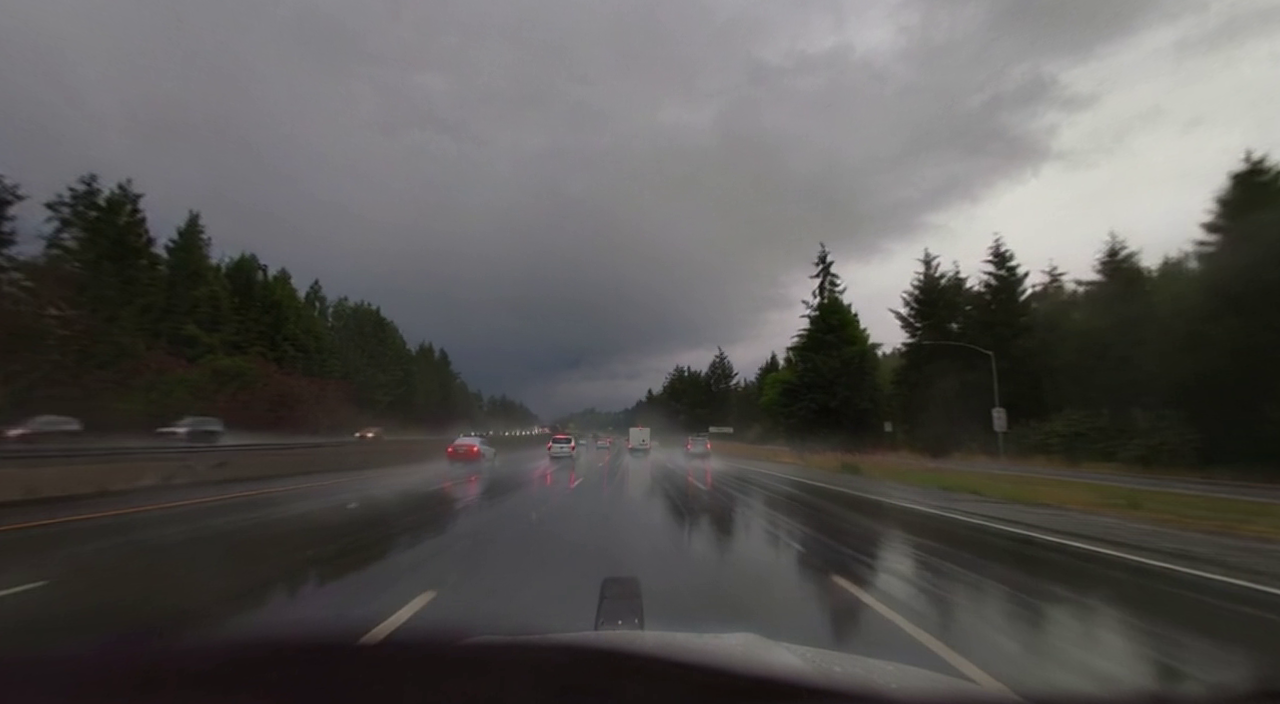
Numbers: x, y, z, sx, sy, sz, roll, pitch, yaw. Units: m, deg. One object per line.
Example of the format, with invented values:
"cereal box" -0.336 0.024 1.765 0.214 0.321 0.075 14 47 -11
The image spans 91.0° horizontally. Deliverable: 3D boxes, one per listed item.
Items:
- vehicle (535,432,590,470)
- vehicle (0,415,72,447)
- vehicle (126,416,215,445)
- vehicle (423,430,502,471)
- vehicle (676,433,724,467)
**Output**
"vehicle" -3.595 4.710 29.986 2.002 1.680 4.301 0 -9 0
"vehicle" -35.168 4.410 34.855 2.145 1.679 5.544 0 -9 2
"vehicle" -27.773 4.714 37.421 1.887 1.573 4.308 0 -9 2
"vehicle" -8.082 4.548 29.155 2.237 1.703 4.681 0 -9 0
"vehicle" 3.179 5.318 34.224 2.053 1.698 4.097 0 -9 -2
